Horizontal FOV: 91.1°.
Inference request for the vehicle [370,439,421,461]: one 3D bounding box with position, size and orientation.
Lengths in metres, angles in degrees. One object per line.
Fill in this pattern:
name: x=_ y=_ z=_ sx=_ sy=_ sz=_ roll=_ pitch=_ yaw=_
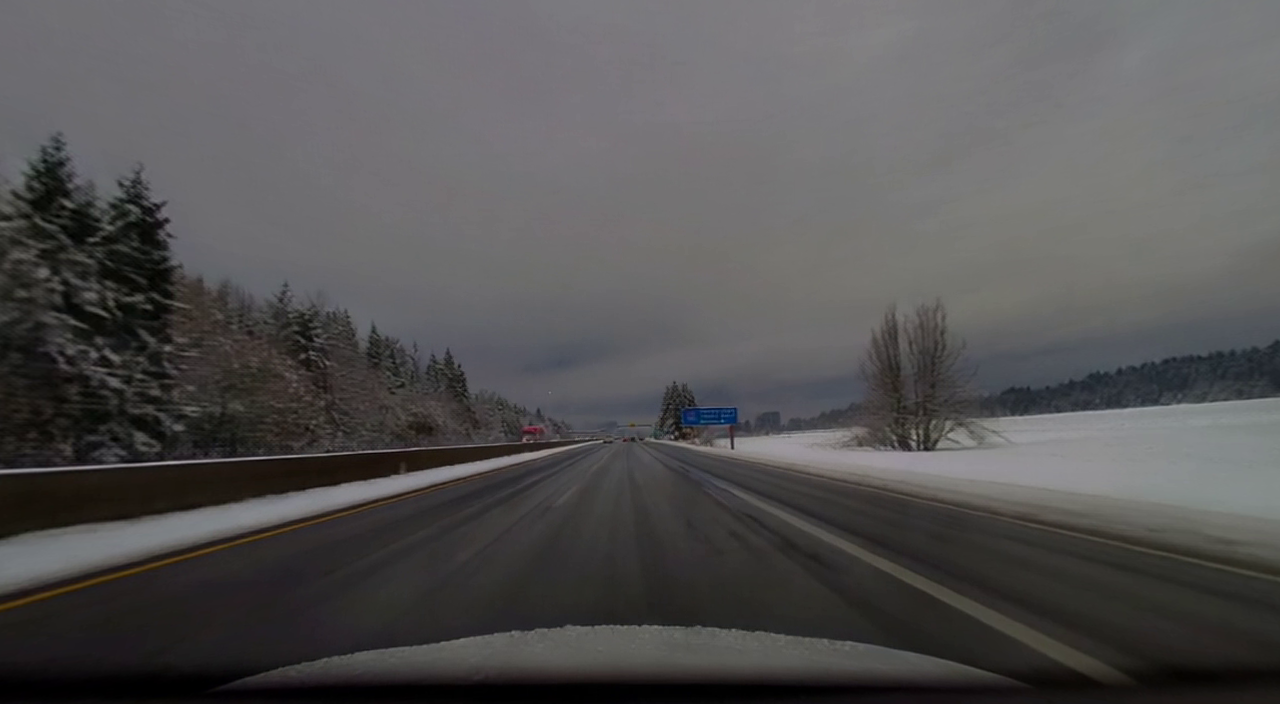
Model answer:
vehicle: x=-17.473 y=6.993 z=45.168 sx=1.985 sy=1.448 sz=4.191 roll=0 pitch=-8 yaw=0
